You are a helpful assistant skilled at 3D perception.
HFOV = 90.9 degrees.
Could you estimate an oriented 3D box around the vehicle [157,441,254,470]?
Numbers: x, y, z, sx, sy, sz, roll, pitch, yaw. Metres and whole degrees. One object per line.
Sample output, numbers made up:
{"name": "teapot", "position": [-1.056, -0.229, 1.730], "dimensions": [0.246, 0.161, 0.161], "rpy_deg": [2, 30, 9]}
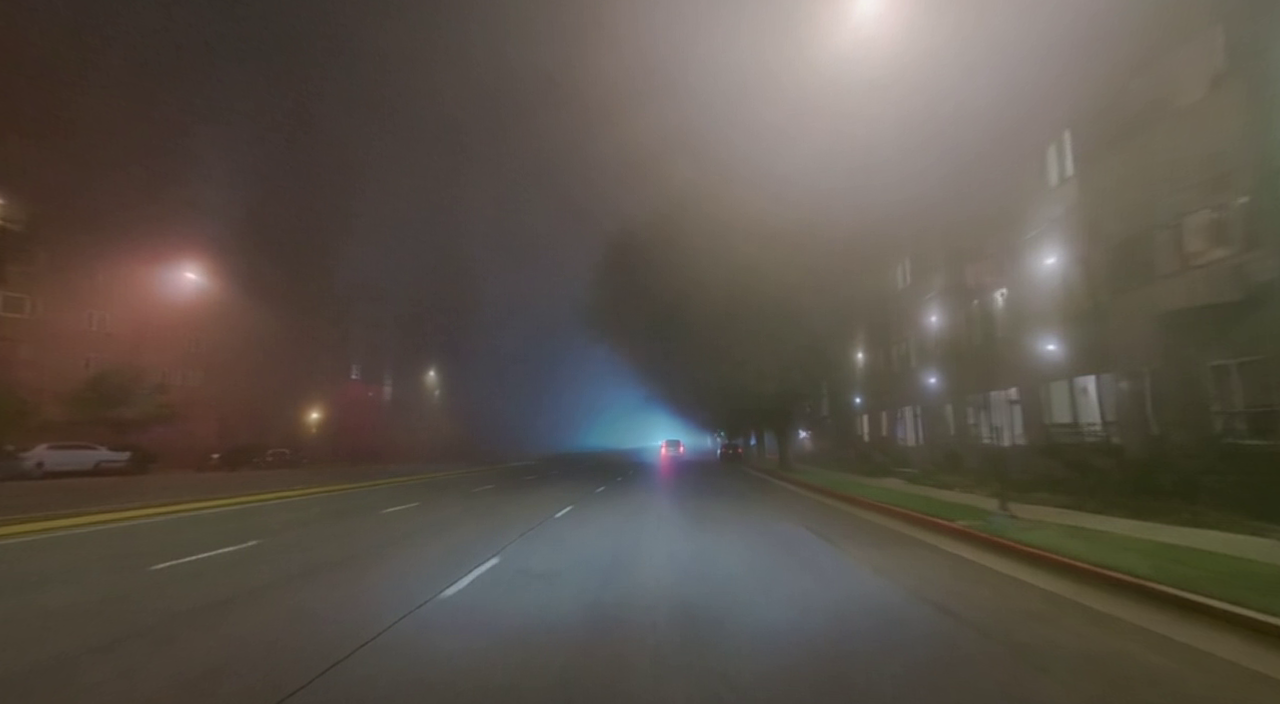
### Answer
{"name": "vehicle", "position": [-24.061, 5.756, 35.158], "dimensions": [1.814, 1.484, 4.474], "rpy_deg": [-1, -8, 8]}

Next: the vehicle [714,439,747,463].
{"name": "vehicle", "position": [6.688, 7.374, 47.126], "dimensions": [2.121, 1.659, 4.675], "rpy_deg": [-1, -8, 5]}

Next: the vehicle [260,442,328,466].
{"name": "vehicle", "position": [-23.277, 6.843, 42.567], "dimensions": [1.841, 1.493, 4.335], "rpy_deg": [-2, -9, 5]}

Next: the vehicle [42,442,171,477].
{"name": "vehicle", "position": [-24.557, 4.940, 29.284], "dimensions": [1.772, 1.447, 4.582], "rpy_deg": [-1, -8, 4]}

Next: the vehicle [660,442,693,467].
{"name": "vehicle", "position": [2.166, 6.121, 37.916], "dimensions": [1.871, 1.370, 4.206], "rpy_deg": [-1, -8, 3]}
